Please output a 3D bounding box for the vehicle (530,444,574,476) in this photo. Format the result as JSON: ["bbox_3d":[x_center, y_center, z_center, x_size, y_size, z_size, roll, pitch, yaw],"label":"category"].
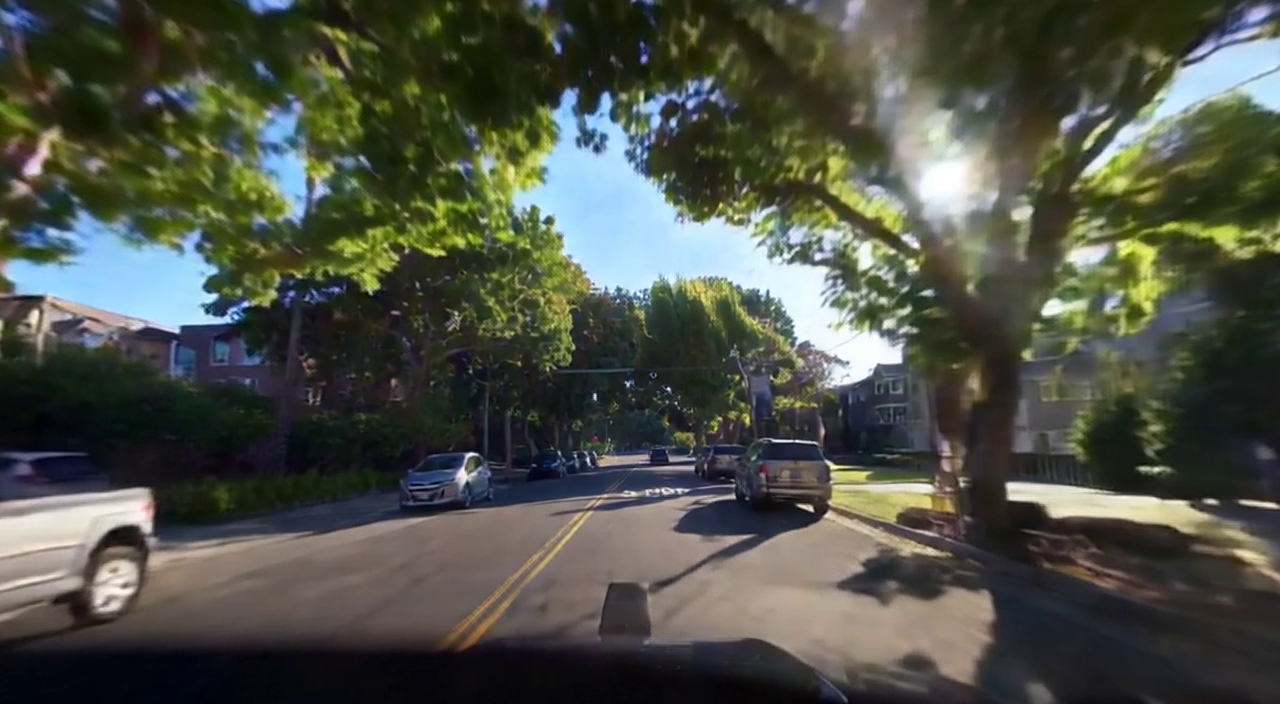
[{"bbox_3d":[-4.800,5.931,34.869,1.955,1.659,4.324,0,-8,-2],"label":"vehicle"}]

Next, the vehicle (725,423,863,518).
[{"bbox_3d":[3.312,2.655,14.701,2.117,1.807,4.964,0,-8,2],"label":"vehicle"}]

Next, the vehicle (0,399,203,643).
[{"bbox_3d":[-5.778,1.243,4.329,2.165,1.758,4.701,-3,-9,1],"label":"vehicle"}]

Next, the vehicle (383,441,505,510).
[{"bbox_3d":[-5.410,3.433,18.103,2.007,1.709,4.502,0,-8,1],"label":"vehicle"}]

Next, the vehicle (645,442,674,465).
[{"bbox_3d":[1.508,8.012,49.909,2.172,1.722,4.201,0,-8,1],"label":"vehicle"}]
